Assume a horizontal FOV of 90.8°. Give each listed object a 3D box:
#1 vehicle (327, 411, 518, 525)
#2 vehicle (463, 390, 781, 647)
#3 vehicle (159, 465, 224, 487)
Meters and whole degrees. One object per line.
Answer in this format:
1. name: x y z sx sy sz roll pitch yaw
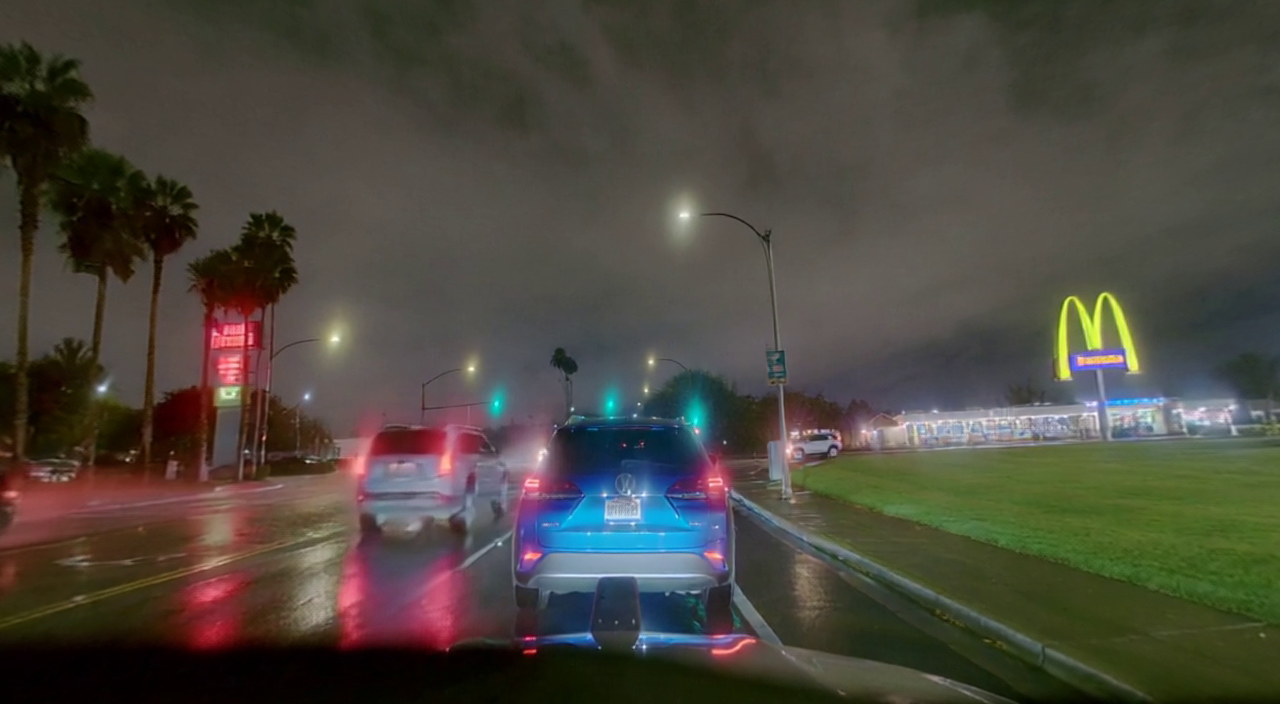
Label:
1. vehicle: -4.288 2.403 13.615 2.344 1.980 5.009 0 -9 0
2. vehicle: -0.142 1.418 6.322 2.137 1.728 3.926 0 -9 -1
3. vehicle: -33.313 9.204 47.022 1.792 1.439 3.952 -1 -9 3
